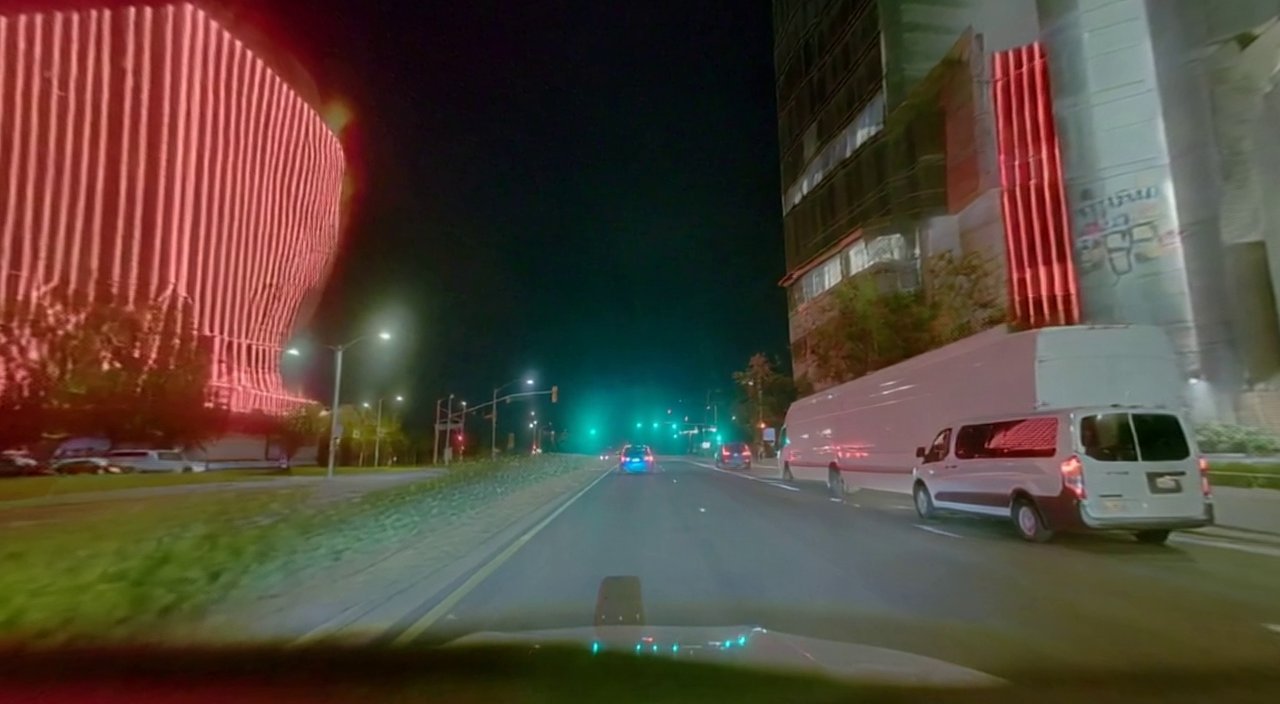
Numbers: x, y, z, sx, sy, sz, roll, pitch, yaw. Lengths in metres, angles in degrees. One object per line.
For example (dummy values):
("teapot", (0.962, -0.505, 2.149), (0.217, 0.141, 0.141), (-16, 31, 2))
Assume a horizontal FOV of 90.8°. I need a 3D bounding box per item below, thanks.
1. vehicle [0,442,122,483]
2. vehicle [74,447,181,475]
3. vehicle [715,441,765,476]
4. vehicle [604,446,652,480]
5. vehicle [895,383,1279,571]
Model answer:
("vehicle", (-29.519, 5.418, 31.177), (5.525, 1.860, 2.611), (1, -8, -1))
("vehicle", (-29.852, 6.343, 36.895), (4.453, 1.497, 1.998), (0, -8, 0))
("vehicle", (5.327, 5.715, 34.149), (2.047, 1.711, 4.265), (0, -8, 1))
("vehicle", (-0.544, 5.159, 29.625), (2.095, 1.456, 3.873), (0, -8, -1))
("vehicle", (6.597, 1.827, 10.076), (2.573, 2.127, 5.568), (0, -8, -1))
